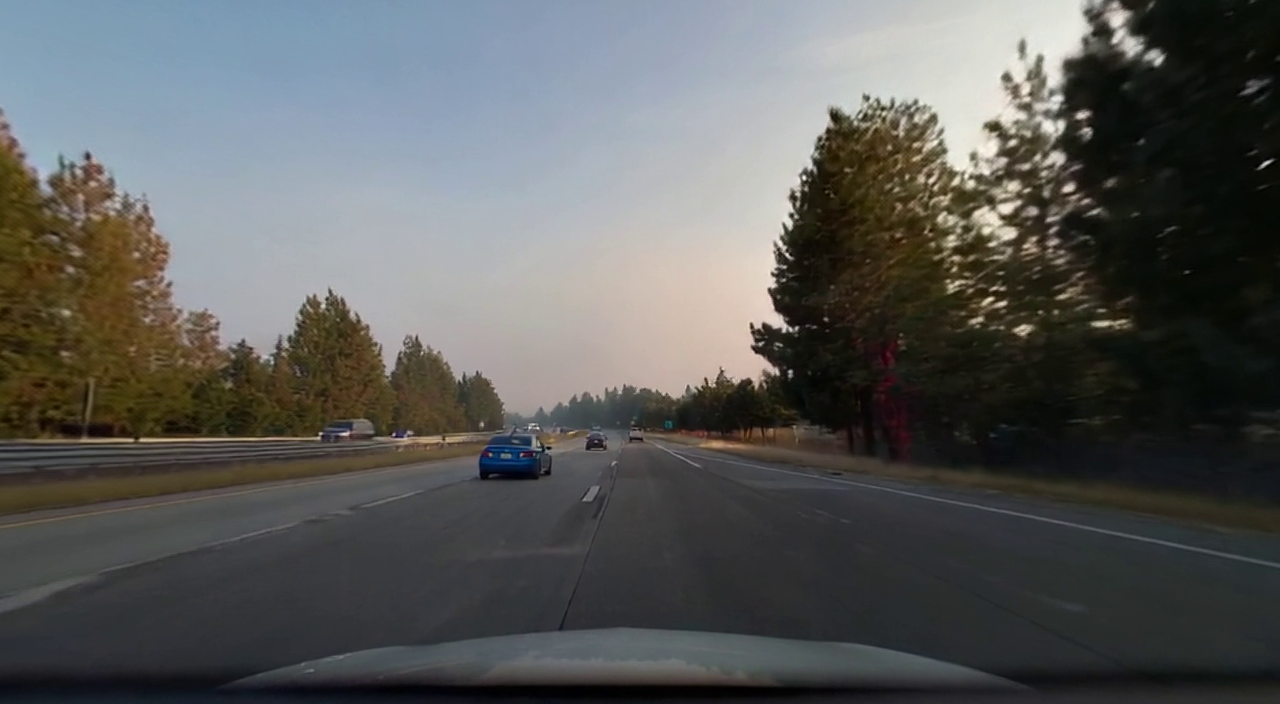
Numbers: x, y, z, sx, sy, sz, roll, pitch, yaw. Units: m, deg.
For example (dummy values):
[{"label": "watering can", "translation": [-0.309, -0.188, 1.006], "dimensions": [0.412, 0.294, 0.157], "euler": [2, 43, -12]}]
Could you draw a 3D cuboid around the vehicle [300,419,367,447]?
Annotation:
[{"label": "vehicle", "translation": [-20.819, 5.562, 43.074], "dimensions": [2.054, 1.845, 5.089], "euler": [0, -8, 0]}]

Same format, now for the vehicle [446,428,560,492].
[{"label": "vehicle", "translation": [-3.378, 2.737, 16.385], "dimensions": [1.977, 1.443, 4.225], "euler": [0, -8, 1]}]
